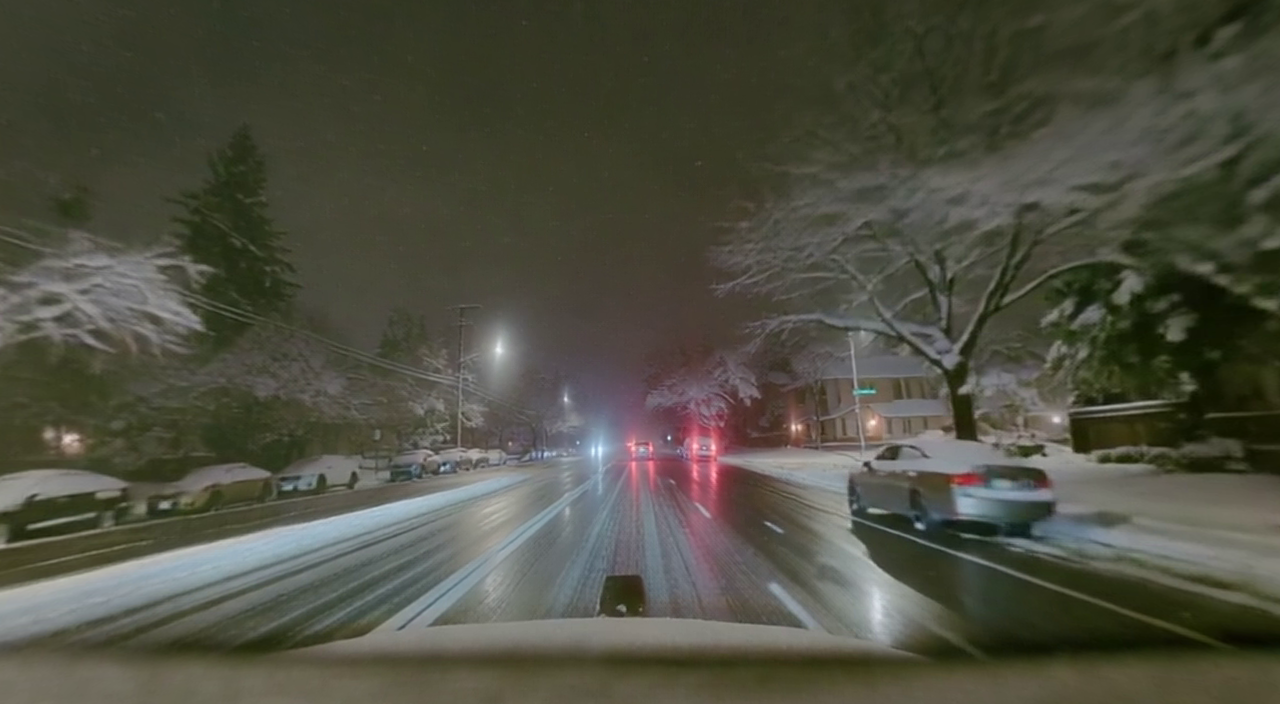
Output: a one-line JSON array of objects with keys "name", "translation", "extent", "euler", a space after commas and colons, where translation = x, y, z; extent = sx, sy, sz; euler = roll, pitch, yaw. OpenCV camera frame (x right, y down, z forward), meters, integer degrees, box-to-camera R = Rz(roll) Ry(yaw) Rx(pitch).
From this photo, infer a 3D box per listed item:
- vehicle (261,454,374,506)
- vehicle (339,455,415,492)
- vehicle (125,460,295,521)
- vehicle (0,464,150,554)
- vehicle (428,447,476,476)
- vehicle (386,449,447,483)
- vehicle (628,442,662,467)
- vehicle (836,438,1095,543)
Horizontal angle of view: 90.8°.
[{"name": "vehicle", "translation": [-12.242, 4.849, 24.423], "extent": [1.905, 1.503, 5.015], "euler": [-4, -7, -2]}, {"name": "vehicle", "translation": [-12.469, 5.752, 30.213], "extent": [1.810, 1.399, 4.285], "euler": [-4, -9, 0]}, {"name": "vehicle", "translation": [-12.401, 3.981, 18.689], "extent": [1.916, 1.463, 4.564], "euler": [0, -9, -2]}, {"name": "vehicle", "translation": [-12.498, 3.098, 12.775], "extent": [1.877, 1.505, 4.125], "euler": [0, -9, -1]}, {"name": "vehicle", "translation": [-12.531, 7.304, 42.441], "extent": [1.904, 1.805, 5.100], "euler": [0, -9, -3]}, {"name": "vehicle", "translation": [-12.642, 6.449, 36.025], "extent": [1.938, 1.738, 4.516], "euler": [0, -9, -1]}, {"name": "vehicle", "translation": [0.285, 6.393, 39.639], "extent": [2.022, 1.471, 3.973], "euler": [0, -9, -1]}, {"name": "vehicle", "translation": [5.263, 2.279, 11.172], "extent": [1.978, 1.438, 4.716], "euler": [0, -9, -1]}]
